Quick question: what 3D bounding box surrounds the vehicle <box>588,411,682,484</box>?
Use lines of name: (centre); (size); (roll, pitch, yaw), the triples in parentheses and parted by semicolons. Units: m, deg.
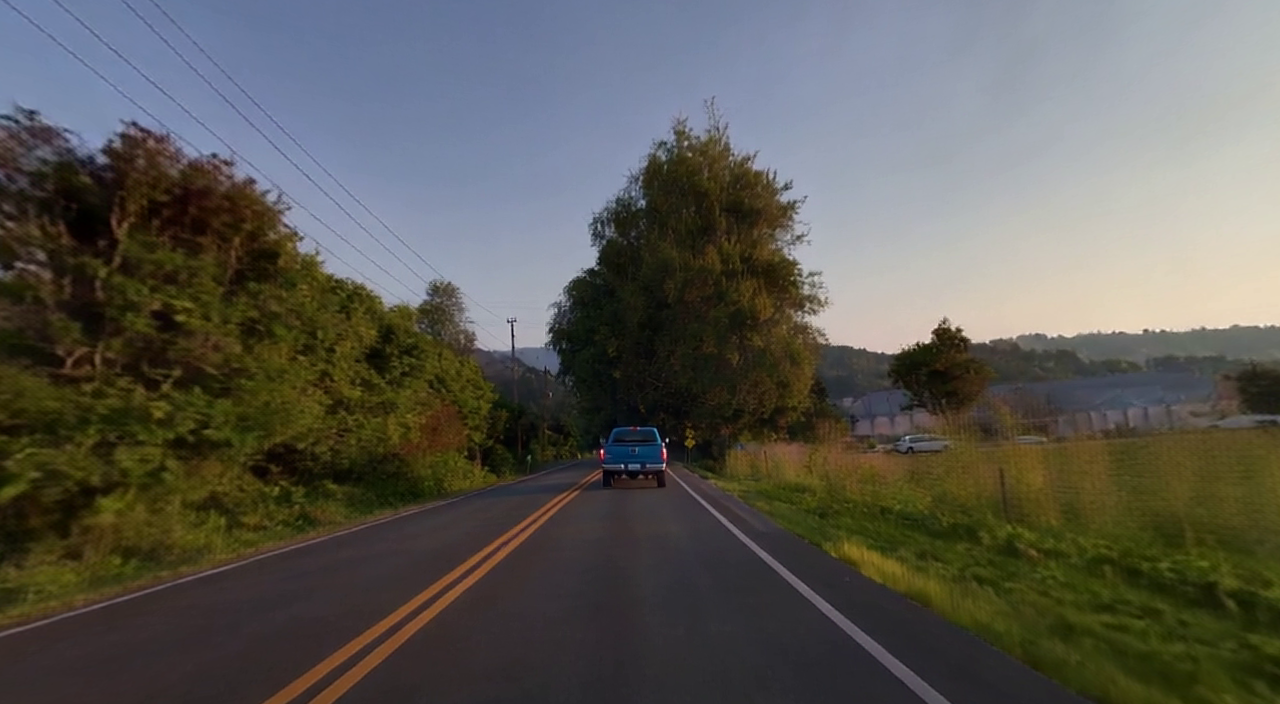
vehicle: (-0.259, 3.599, 23.980); (3.021, 2.326, 7.410); (0, -8, -1)
